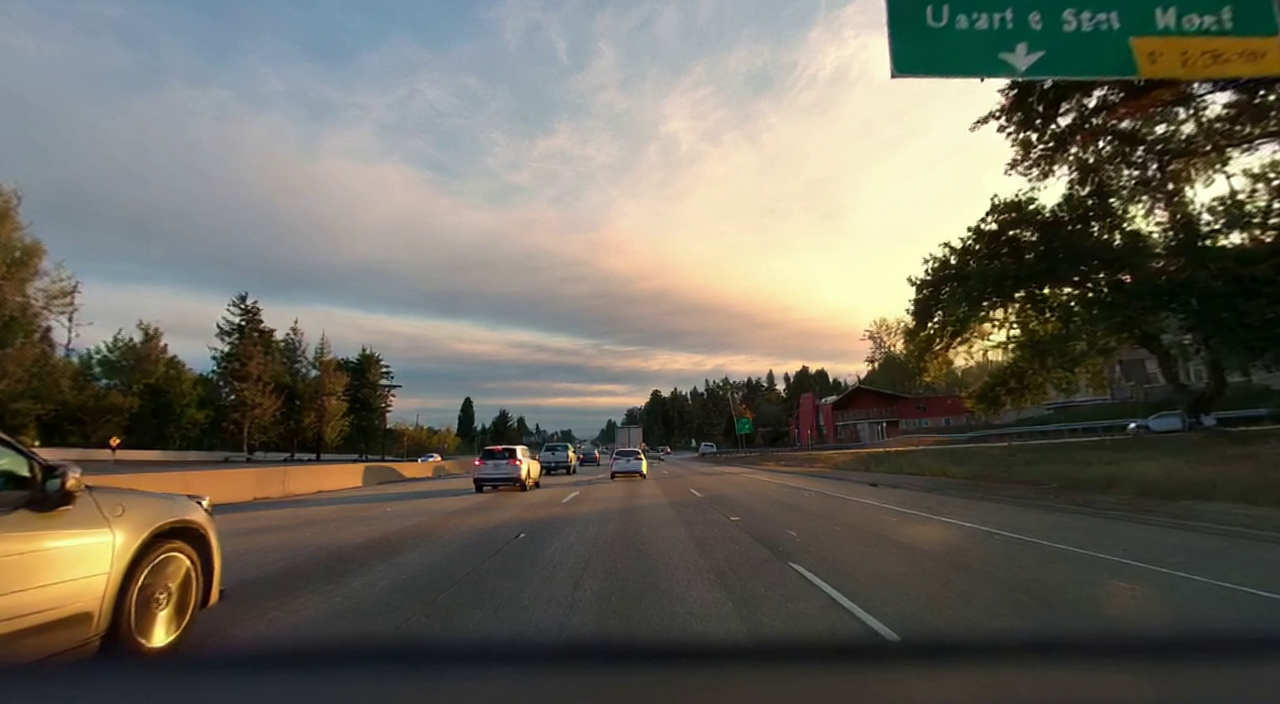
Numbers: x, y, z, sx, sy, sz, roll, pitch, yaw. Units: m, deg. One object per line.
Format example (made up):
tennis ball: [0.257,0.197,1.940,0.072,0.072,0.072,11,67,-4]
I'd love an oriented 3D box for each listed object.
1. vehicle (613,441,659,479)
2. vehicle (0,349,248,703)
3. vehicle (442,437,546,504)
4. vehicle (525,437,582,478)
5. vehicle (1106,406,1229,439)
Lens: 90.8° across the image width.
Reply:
vehicle: [-0.232,5.212,30.847,2.063,1.703,4.203,0,-9,-1]
vehicle: [-3.524,0.741,1.728,2.027,1.713,4.490,0,-9,-1]
vehicle: [-3.962,3.279,17.914,1.988,1.668,4.021,0,-9,0]
vehicle: [-4.399,5.490,33.085,2.301,1.944,5.482,0,-9,-1]
vehicle: [26.300,3.600,31.653,1.894,1.458,4.268,6,-10,-33]
